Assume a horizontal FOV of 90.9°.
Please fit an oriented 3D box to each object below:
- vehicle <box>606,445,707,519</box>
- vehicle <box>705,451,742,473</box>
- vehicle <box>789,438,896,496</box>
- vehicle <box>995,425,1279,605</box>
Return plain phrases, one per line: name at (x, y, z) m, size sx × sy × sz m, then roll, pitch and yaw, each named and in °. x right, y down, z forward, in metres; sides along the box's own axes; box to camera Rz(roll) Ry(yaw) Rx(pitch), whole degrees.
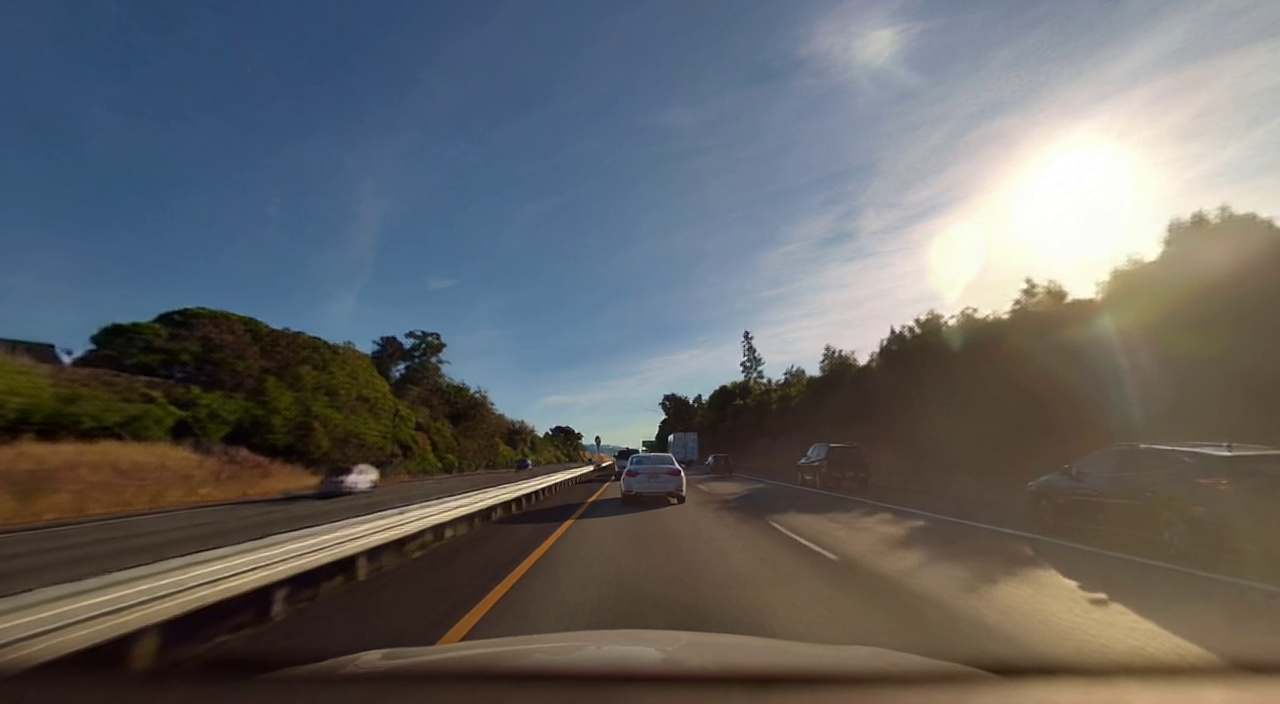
vehicle at (0.296, 2.977, 14.861) m, size 2.076 × 1.485 × 3.774 m, roll 0°, pitch -9°, yaw -1°
vehicle at (5.931, 7.846, 45.105) m, size 1.921 × 1.451 × 3.841 m, roll 0°, pitch -9°, yaw -3°
vehicle at (6.503, 3.748, 20.813) m, size 1.980 × 1.702 × 4.235 m, roll 0°, pitch -9°, yaw -2°
vehicle at (6.288, 1.670, 7.264) m, size 1.965 × 1.484 × 4.090 m, roll 0°, pitch -9°, yaw 0°
